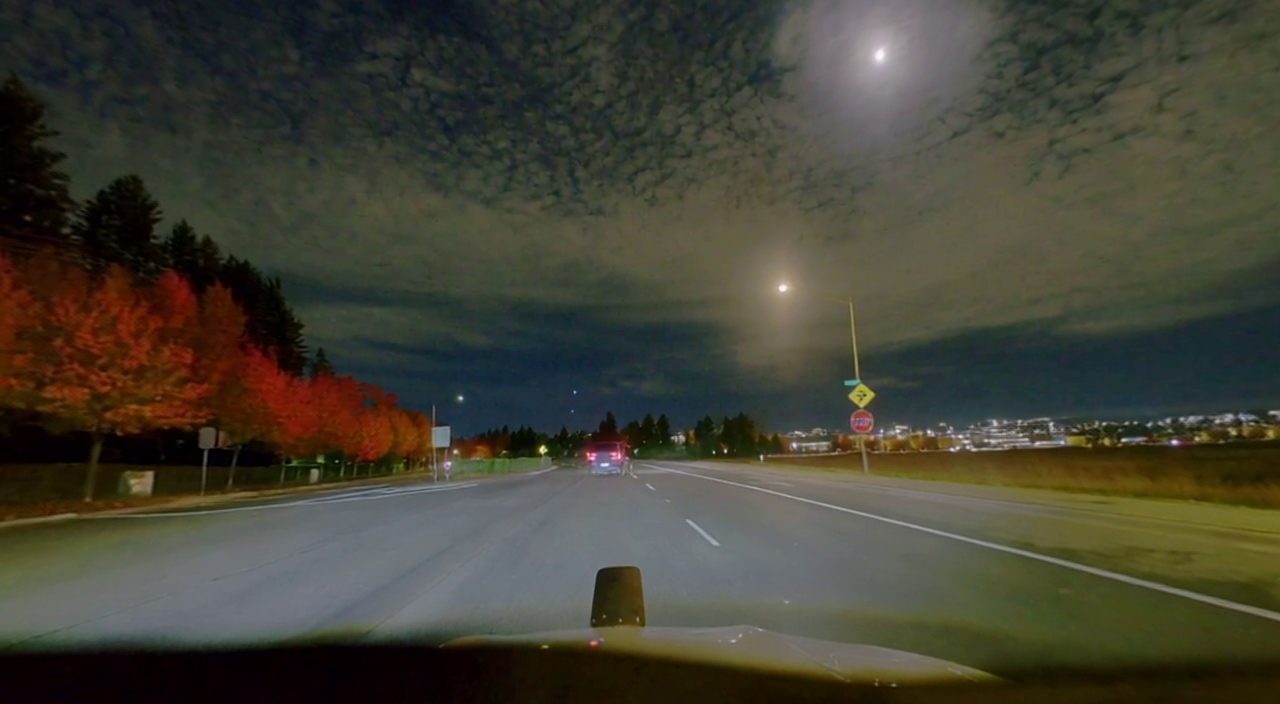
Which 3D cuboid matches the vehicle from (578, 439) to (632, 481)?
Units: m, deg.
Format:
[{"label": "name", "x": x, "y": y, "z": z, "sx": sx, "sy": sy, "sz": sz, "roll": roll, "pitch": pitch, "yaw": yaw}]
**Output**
[{"label": "vehicle", "x": -1.733, "y": 5.681, "z": 33.425, "sx": 2.284, "sy": 2.012, "sz": 5.607, "roll": -1, "pitch": -9, "yaw": 3}]
